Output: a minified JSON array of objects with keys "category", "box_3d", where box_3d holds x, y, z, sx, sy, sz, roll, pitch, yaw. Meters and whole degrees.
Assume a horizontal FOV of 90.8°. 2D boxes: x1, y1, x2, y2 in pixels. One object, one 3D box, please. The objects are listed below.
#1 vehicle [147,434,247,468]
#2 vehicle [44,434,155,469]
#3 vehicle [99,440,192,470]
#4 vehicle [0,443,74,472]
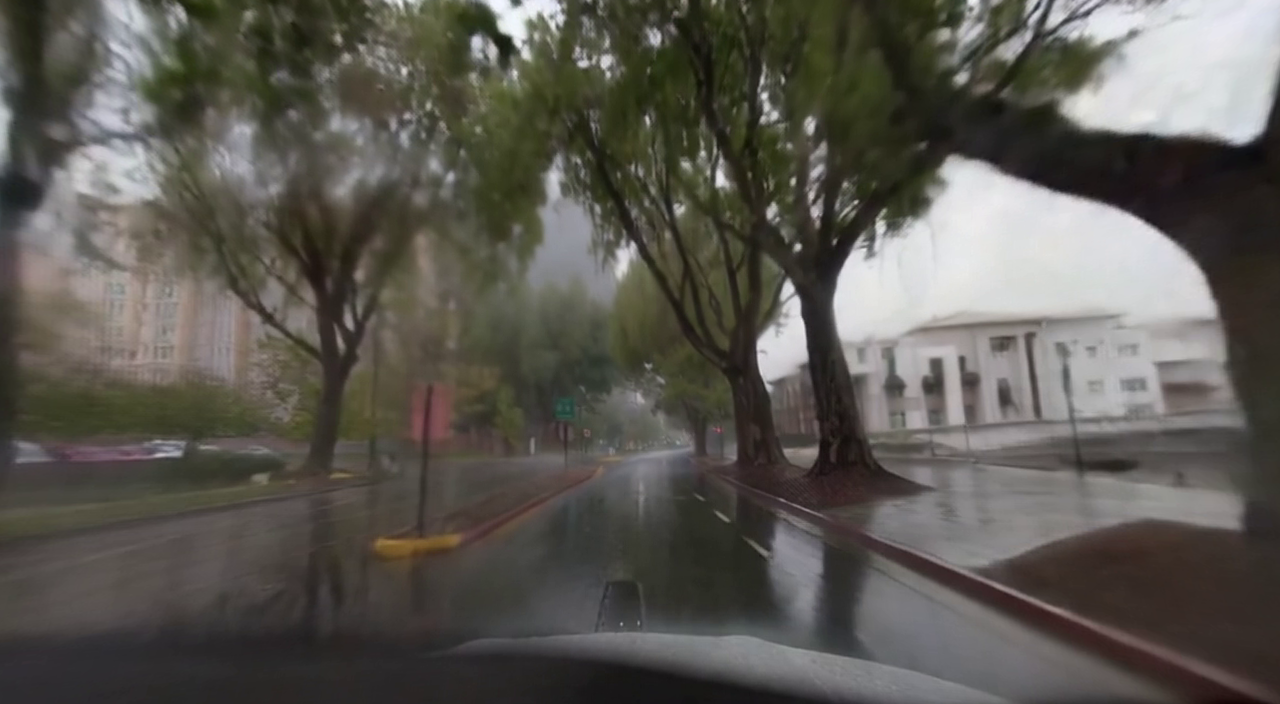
[{"category":"vehicle","box_3d":[-23.807,5.403,34.183,1.850,1.662,4.580,1,-10,3]},{"category":"vehicle","box_3d":[-28.869,5.319,33.970,1.977,1.701,4.396,1,-8,0]},{"category":"vehicle","box_3d":[-26.473,5.492,34.013,1.641,1.505,4.016,-1,-8,2]},{"category":"vehicle","box_3d":[-34.062,5.755,34.659,1.785,1.493,4.343,0,-8,3]}]
